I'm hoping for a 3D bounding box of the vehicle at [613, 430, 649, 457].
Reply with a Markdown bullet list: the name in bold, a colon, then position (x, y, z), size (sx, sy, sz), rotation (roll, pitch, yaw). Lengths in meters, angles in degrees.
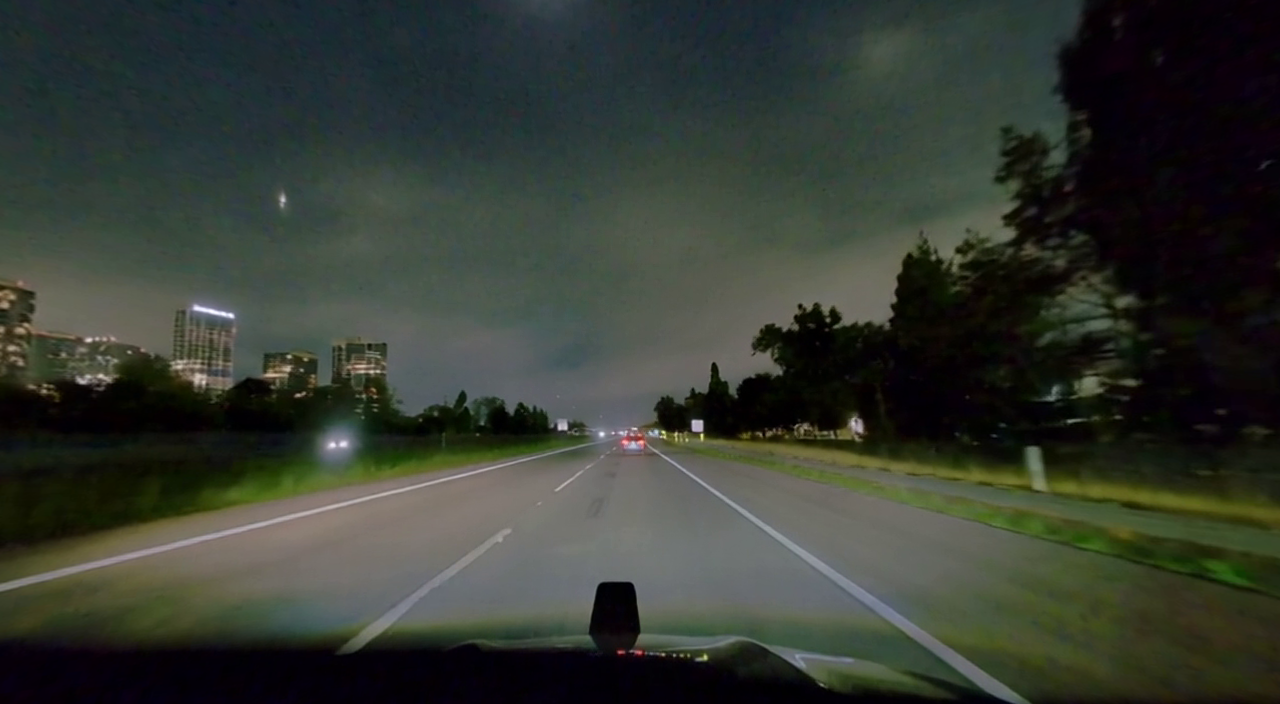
- **vehicle**: position (-0.587, 5.737, 39.634), size (2.151, 1.618, 3.898), rotation (0, -8, -2)
